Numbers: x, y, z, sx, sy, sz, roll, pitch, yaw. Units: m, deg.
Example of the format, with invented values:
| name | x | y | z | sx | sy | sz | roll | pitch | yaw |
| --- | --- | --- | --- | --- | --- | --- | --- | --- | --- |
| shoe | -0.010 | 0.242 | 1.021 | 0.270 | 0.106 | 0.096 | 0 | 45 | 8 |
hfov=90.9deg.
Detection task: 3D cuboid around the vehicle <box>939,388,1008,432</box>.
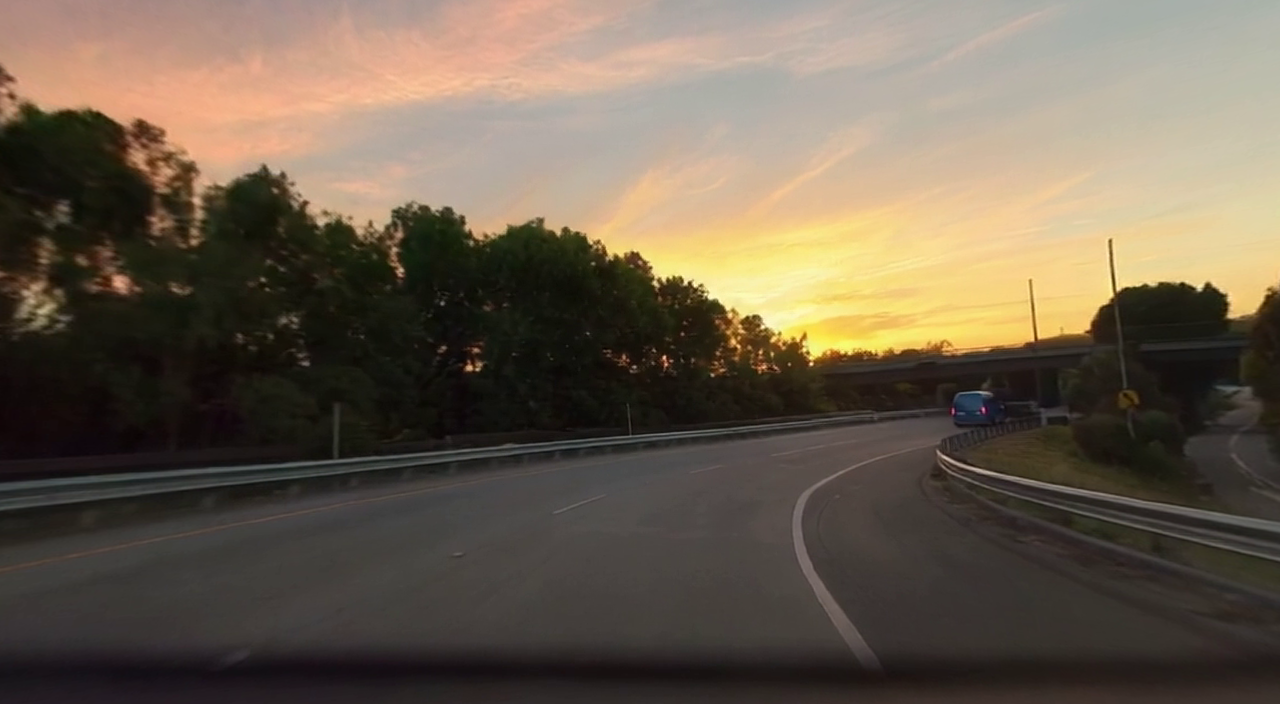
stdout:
| name | x | y | z | sx | sy | sz | roll | pitch | yaw |
| --- | --- | --- | --- | --- | --- | --- | --- | --- | --- |
| vehicle | 21.601 | 3.835 | 40.700 | 5.330 | 2.577 | 2.352 | 7 | -11 | -44 |
